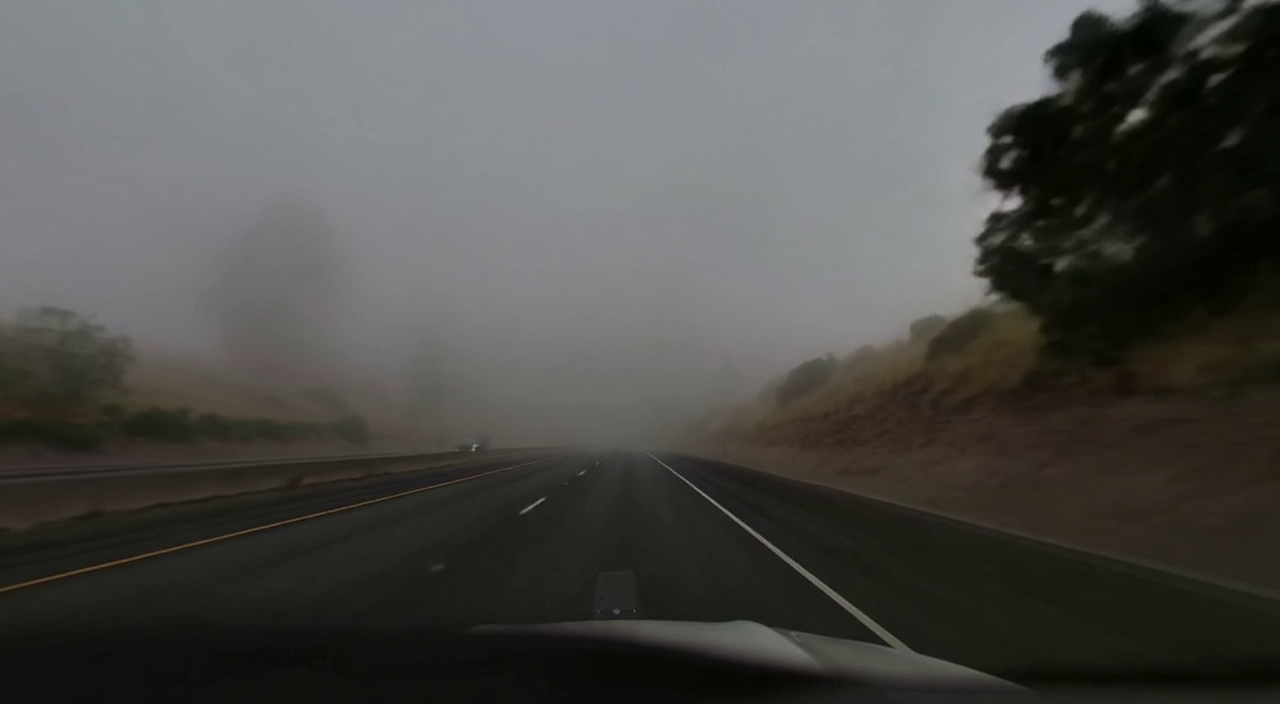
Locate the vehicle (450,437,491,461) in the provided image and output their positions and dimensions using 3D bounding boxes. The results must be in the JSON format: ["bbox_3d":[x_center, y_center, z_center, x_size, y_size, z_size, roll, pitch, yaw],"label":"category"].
[{"bbox_3d":[-11.434,6.561,42.678,1.811,1.475,3.704,-1,-8,0],"label":"vehicle"}]
